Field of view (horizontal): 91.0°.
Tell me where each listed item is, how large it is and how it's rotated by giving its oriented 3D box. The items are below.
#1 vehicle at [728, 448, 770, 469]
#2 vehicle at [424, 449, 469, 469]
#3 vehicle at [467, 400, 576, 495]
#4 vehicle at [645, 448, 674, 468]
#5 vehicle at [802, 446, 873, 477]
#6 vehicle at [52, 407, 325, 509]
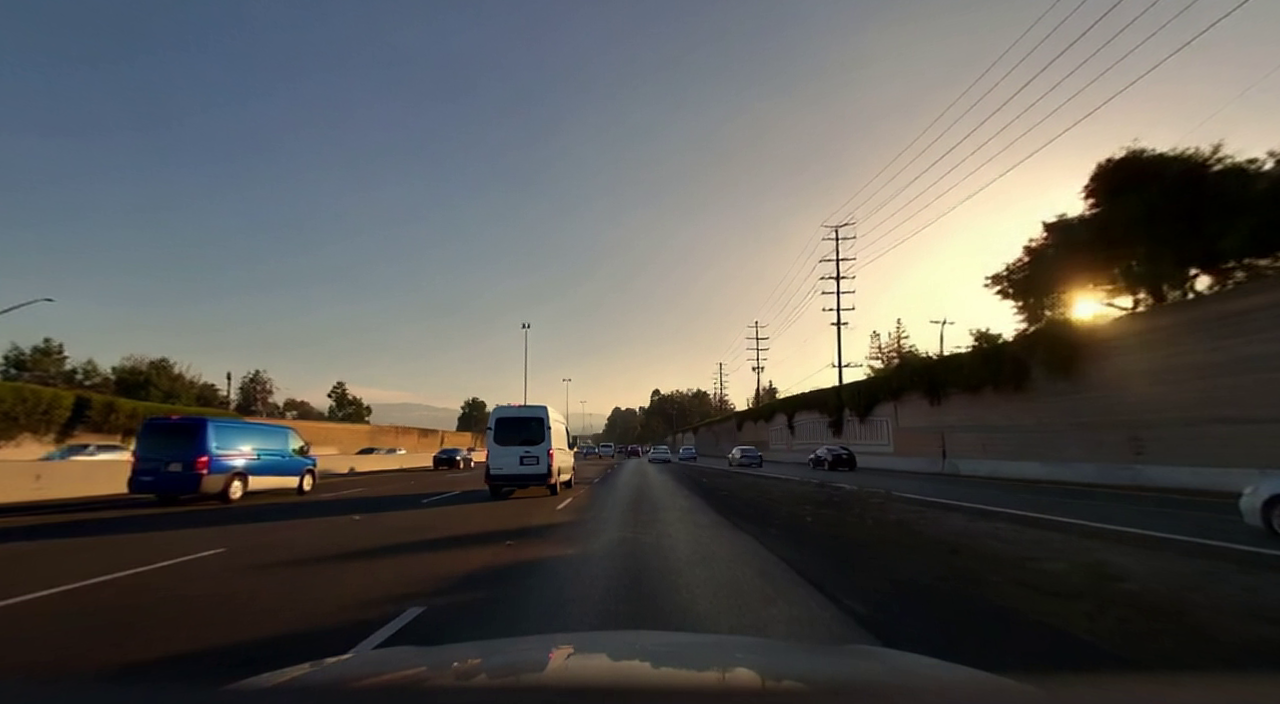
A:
[{"bbox_3d":[8.308,8.103,48.285,2.095,1.504,4.536,1,-9,-4],"label":"vehicle"},{"bbox_3d":[-15.072,8.317,49.244,1.948,1.479,4.754,0,-9,1],"label":"vehicle"},{"bbox_3d":[-3.658,3.143,20.773,2.395,2.660,5.827,0,-9,0],"label":"vehicle"},{"bbox_3d":[1.472,8.217,49.108,2.084,1.492,4.137,0,-9,-1],"label":"vehicle"},{"bbox_3d":[10.068,5.591,32.471,2.052,1.470,4.364,0,-9,-3],"label":"vehicle"},{"bbox_3d":[-11.323,2.766,16.783,2.596,2.162,6.328,0,-9,-1],"label":"vehicle"}]
